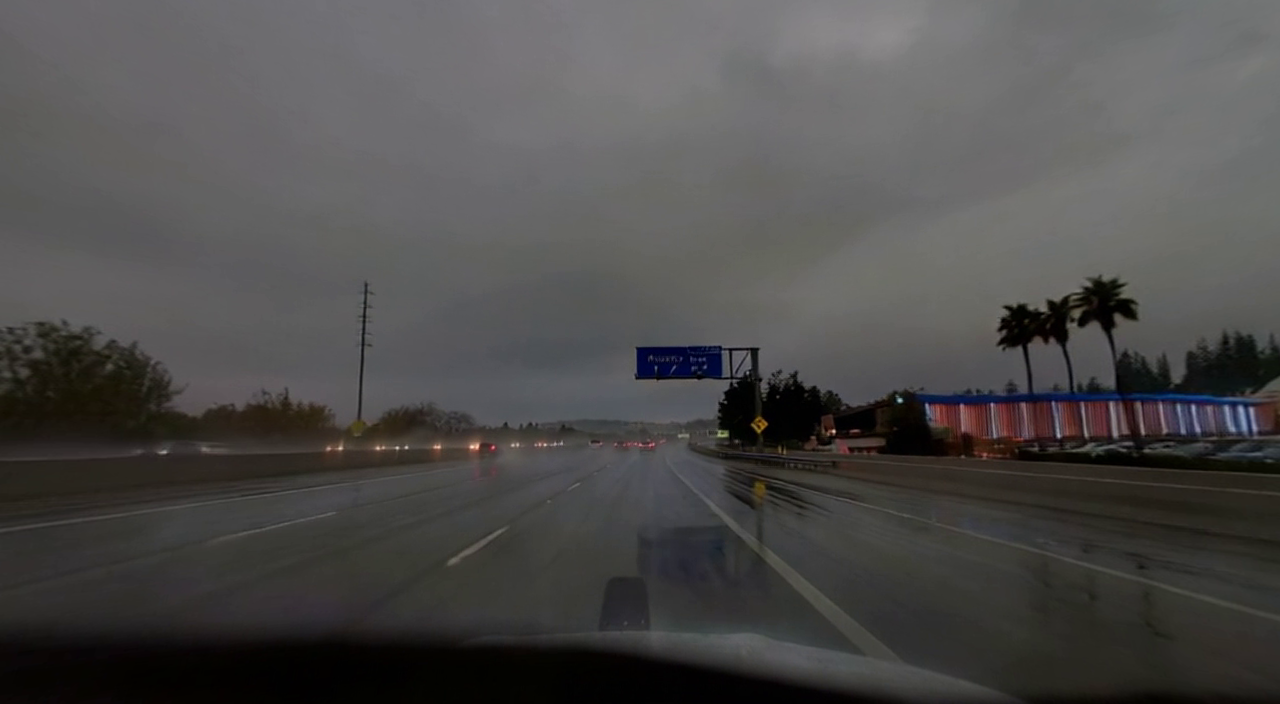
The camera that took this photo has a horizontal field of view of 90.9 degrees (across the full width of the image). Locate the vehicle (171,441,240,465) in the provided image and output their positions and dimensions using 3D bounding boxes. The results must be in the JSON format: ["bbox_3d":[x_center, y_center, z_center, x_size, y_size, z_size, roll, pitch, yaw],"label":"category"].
[{"bbox_3d":[-31.677,7.342,46.115,1.976,1.608,4.327,-1,-8,-1],"label":"vehicle"}]
